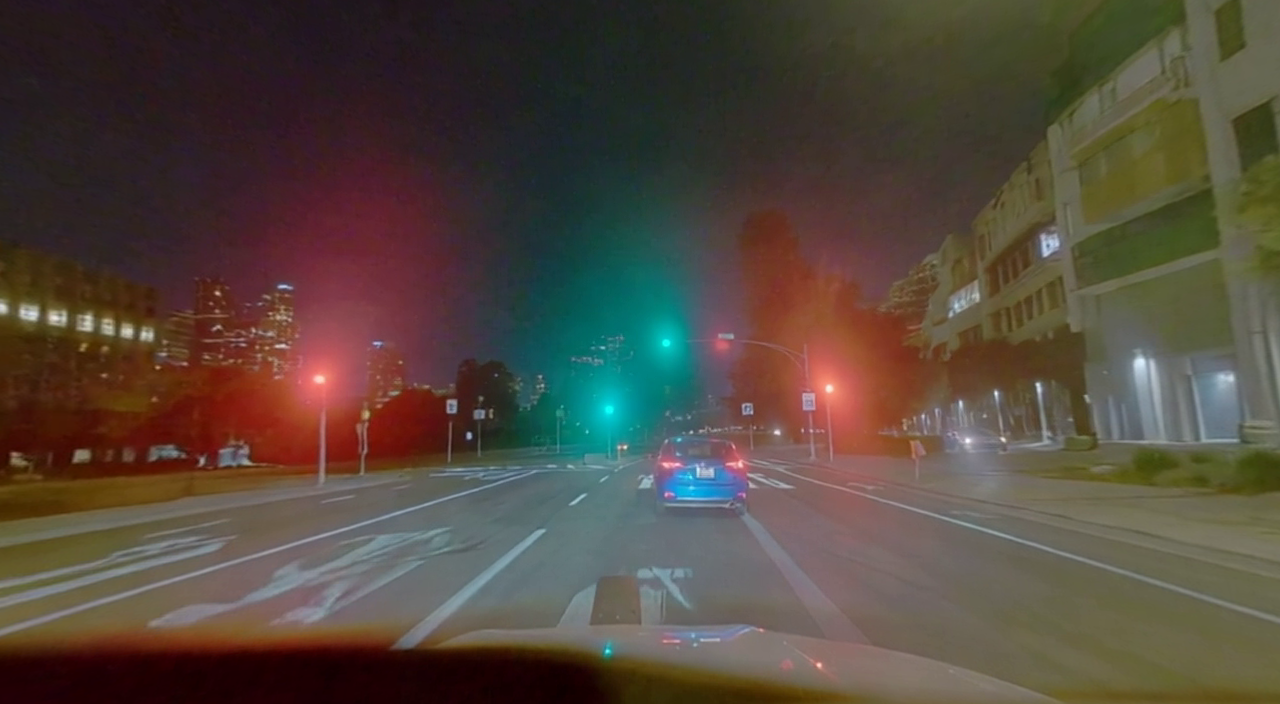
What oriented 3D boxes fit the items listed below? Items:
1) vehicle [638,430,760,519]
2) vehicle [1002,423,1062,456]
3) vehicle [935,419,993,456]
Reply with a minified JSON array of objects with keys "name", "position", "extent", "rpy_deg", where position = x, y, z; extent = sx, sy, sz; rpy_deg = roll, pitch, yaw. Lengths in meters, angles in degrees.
[{"name":"vehicle","position":[1.054,2.267,12.244],"extent":[1.950,1.401,4.159],"rpy_deg":[-1,-8,3]},{"name":"vehicle","position":[29.917,6.692,48.162],"extent":[2.176,2.400,4.821],"rpy_deg":[-2,-8,11]},{"name":"vehicle","position":[24.994,6.629,48.700],"extent":[2.311,2.623,5.870],"rpy_deg":[-2,-8,11]}]
